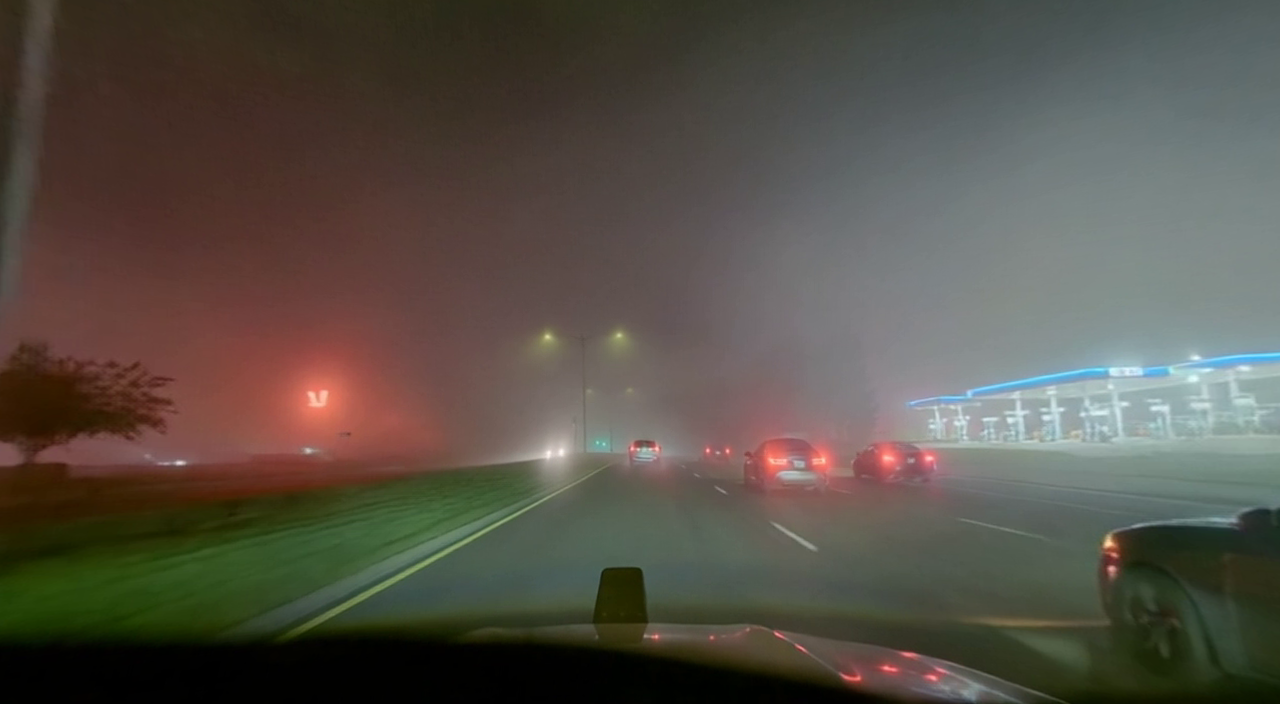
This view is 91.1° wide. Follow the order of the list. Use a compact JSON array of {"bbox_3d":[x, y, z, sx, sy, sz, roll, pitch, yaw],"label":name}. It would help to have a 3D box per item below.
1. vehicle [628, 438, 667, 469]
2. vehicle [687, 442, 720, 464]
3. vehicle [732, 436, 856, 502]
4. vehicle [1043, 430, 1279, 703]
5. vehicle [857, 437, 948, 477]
[{"bbox_3d":[0.454,6.043,37.513,2.172,1.694,4.055,0,-9,1],"label":"vehicle"},{"bbox_3d":[4.565,7.353,45.932,1.980,1.515,4.362,0,-9,0],"label":"vehicle"},{"bbox_3d":[3.896,3.057,16.886,2.119,1.509,4.756,0,-9,0],"label":"vehicle"},{"bbox_3d":[3.775,0.940,2.019,1.944,1.404,4.597,0,-9,1],"label":"vehicle"},{"bbox_3d":[10.715,4.302,25.986,1.906,1.488,4.251,0,-9,0],"label":"vehicle"}]
